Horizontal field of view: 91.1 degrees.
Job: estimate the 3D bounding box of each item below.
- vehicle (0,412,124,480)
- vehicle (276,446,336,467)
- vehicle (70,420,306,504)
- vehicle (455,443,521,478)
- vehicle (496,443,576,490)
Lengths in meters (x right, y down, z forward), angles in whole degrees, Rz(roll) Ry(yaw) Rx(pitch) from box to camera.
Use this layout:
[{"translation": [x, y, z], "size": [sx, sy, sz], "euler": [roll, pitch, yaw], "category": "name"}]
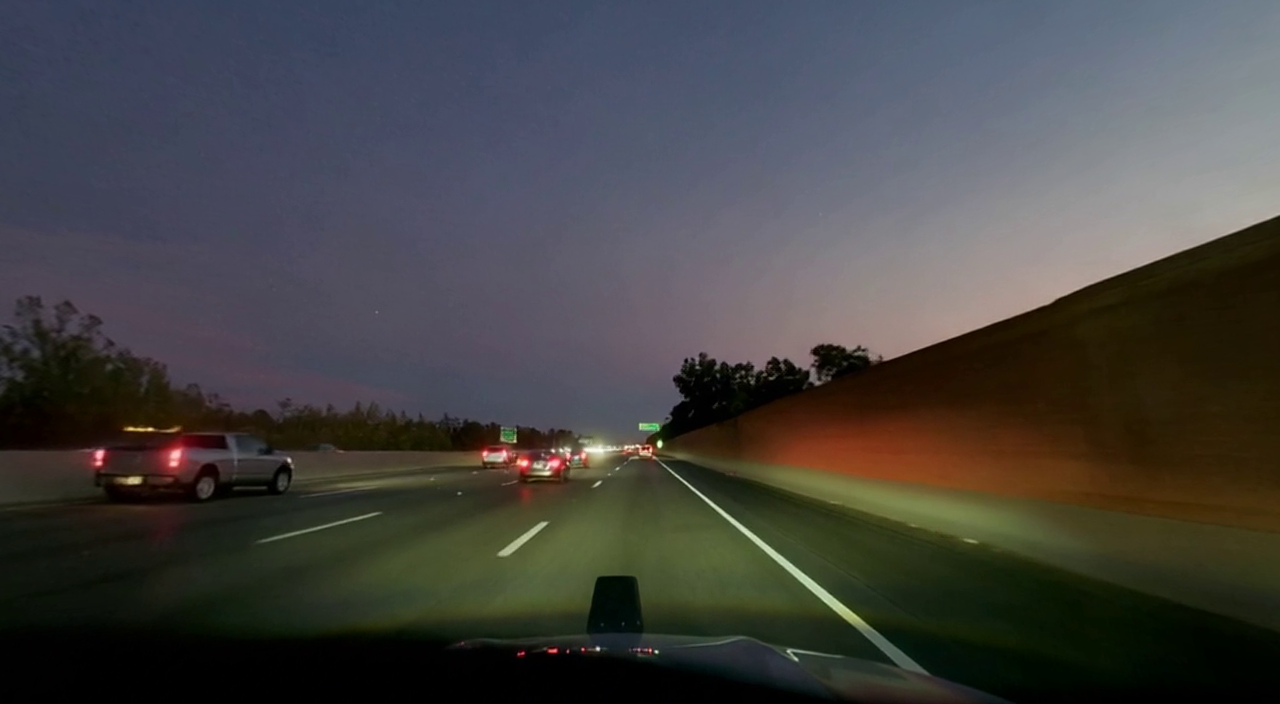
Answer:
[{"translation": [-25.171, 3.921, 26.121], "size": [2.246, 2.525, 5.956], "euler": [0, -8, 0], "category": "vehicle"}, {"translation": [-24.938, 7.802, 47.099], "size": [1.924, 1.523, 4.484], "euler": [0, -8, 1], "category": "vehicle"}, {"translation": [-11.277, 2.790, 16.364], "size": [2.207, 1.834, 5.255], "euler": [0, -8, 0], "category": "vehicle"}, {"translation": [-7.018, 5.038, 29.412], "size": [1.942, 1.502, 4.216], "euler": [0, -8, 1], "category": "vehicle"}, {"translation": [-3.589, 4.039, 22.603], "size": [1.945, 1.484, 4.803], "euler": [0, -8, 1], "category": "vehicle"}]
